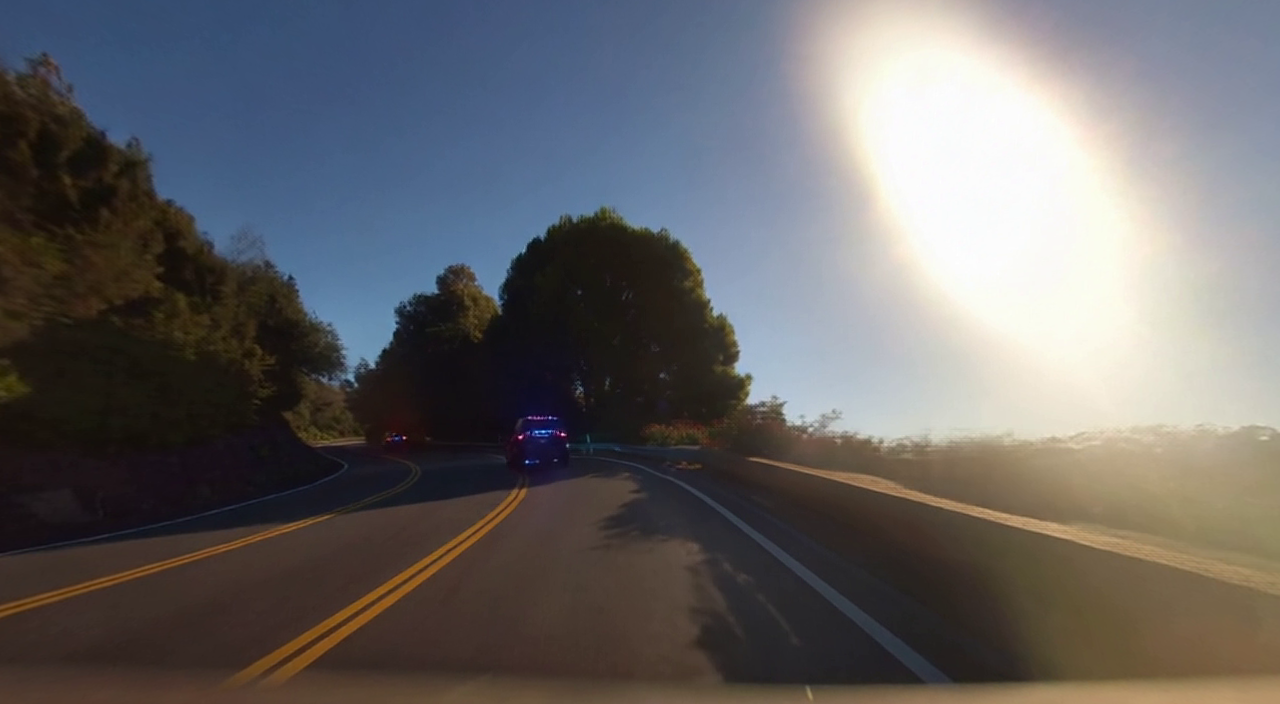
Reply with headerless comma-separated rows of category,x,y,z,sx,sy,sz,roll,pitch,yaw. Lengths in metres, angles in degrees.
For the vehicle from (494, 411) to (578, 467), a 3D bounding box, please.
vehicle,-4.394,3.565,25.746,2.500,1.961,5.637,1,-8,-18
